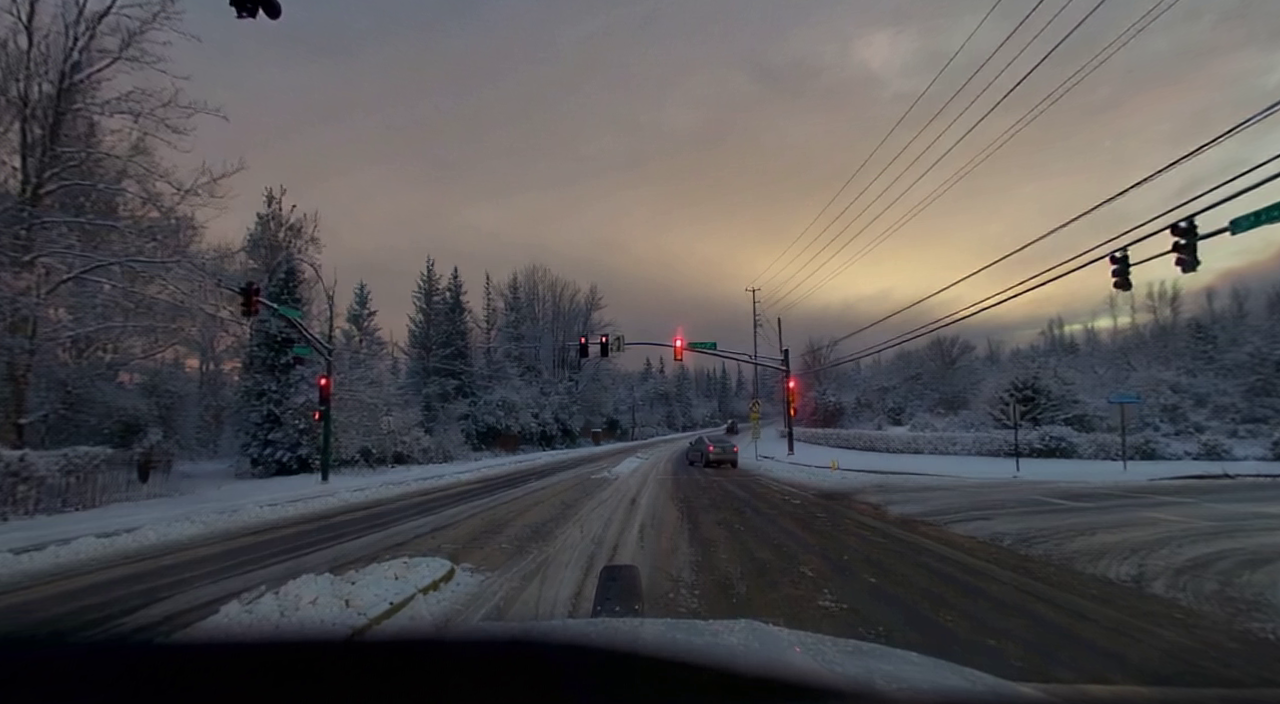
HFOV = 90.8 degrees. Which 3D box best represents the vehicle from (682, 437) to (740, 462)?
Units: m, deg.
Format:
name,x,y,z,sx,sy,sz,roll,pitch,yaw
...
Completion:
name,x,y,z,sx,sy,sz,roll,pitch,yaw
vehicle,4.456,6.259,40.577,2.067,1.490,4.884,2,-9,-14
